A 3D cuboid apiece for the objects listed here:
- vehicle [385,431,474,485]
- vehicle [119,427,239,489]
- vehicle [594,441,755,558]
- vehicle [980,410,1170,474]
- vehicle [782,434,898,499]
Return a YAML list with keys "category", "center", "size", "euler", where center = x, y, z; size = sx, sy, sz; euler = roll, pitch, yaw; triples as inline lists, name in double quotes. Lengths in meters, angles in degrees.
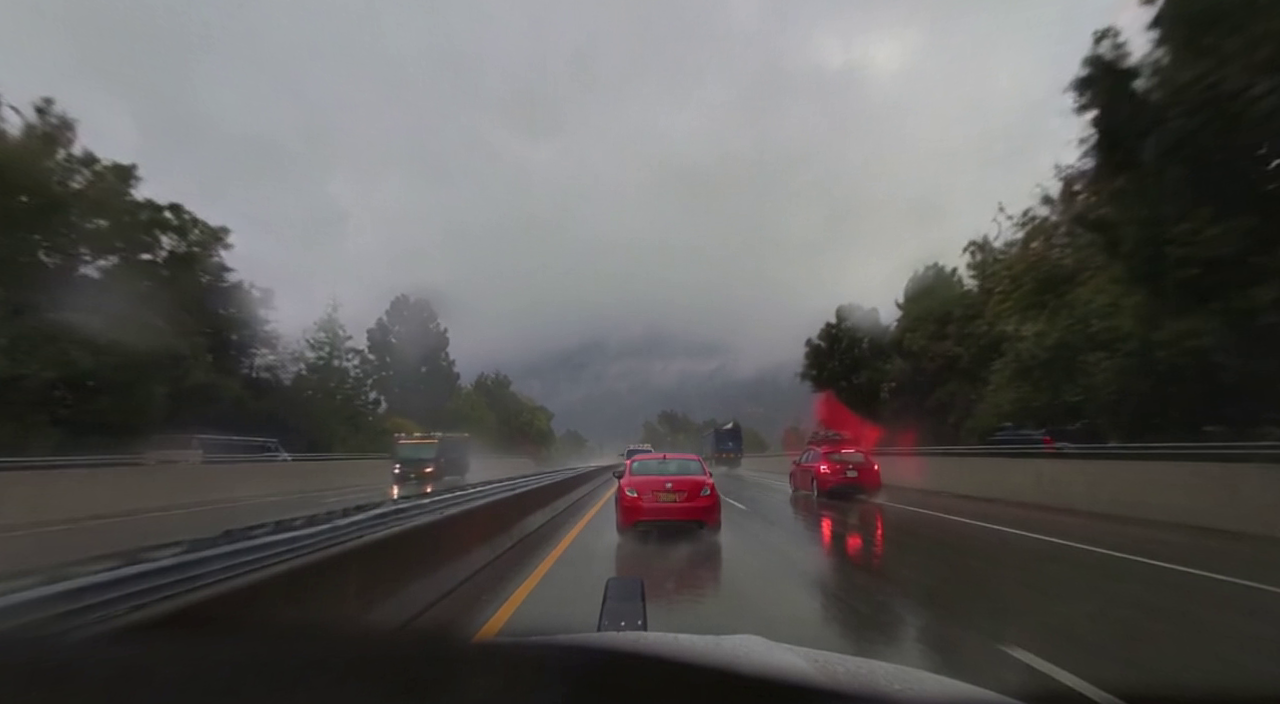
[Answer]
- category: "vehicle"
  center: [-12.347, 6.312, 37.752]
  size: [2.580, 2.814, 7.896]
  euler: [0, -9, 0]
- category: "vehicle"
  center: [-33.541, 7.722, 46.398]
  size: [2.902, 3.981, 7.819]
  euler: [-3, -8, 0]
- category: "vehicle"
  center: [0.455, 2.212, 10.095]
  size: [2.076, 1.485, 3.774]
  euler: [0, -9, 0]
- category: "vehicle"
  center: [31.511, 6.822, 47.137]
  size: [2.822, 3.996, 14.073]
  euler: [1, -9, -7]
- category: "vehicle"
  center: [6.262, 3.658, 20.400]
  size: [2.177, 1.827, 4.565]
  euler: [0, -9, -1]
